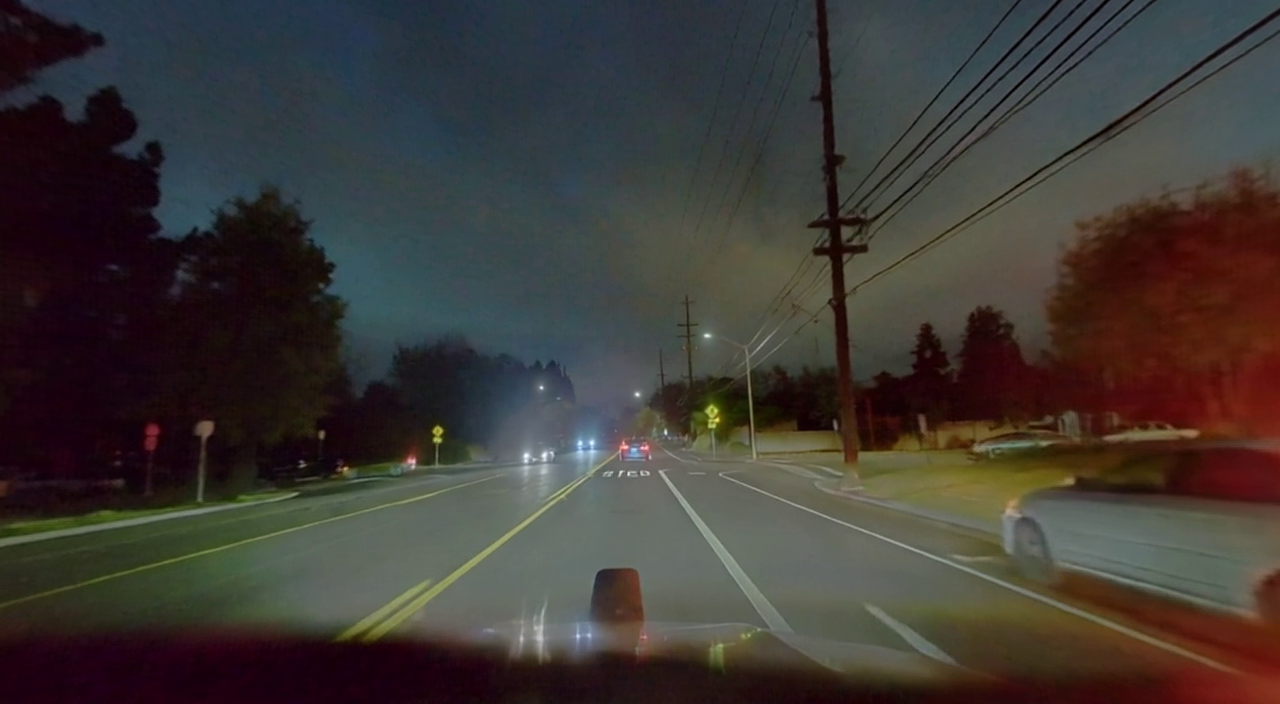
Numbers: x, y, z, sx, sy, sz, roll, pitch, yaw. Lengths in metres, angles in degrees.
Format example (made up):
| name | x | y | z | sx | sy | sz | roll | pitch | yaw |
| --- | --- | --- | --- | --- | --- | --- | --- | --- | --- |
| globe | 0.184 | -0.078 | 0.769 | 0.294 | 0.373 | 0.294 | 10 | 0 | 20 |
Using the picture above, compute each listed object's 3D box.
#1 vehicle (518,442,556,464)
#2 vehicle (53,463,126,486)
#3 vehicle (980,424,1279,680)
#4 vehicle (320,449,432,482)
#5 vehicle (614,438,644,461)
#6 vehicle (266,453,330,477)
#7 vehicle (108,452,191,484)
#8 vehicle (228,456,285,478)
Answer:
| name | x | y | z | sx | sy | sz | roll | pitch | yaw |
| --- | --- | --- | --- | --- | --- | --- | --- | --- | --- |
| vehicle | -7.457 | 7.370 | 46.166 | 2.034 | 1.464 | 4.438 | 0 | -8 | 0 |
| vehicle | -40.001 | 8.894 | 46.021 | 1.728 | 1.456 | 3.782 | -1 | -9 | 3 |
| vehicle | 4.742 | 1.305 | 4.633 | 1.987 | 1.479 | 4.562 | 0 | -9 | 1 |
| vehicle | -14.181 | 6.119 | 34.215 | 5.190 | 1.502 | 2.085 | -3 | -8 | -1 |
| vehicle | -0.711 | 6.501 | 42.272 | 1.877 | 1.448 | 3.830 | 0 | -9 | -1 |
| vehicle | -25.331 | 8.344 | 47.061 | 1.932 | 1.627 | 4.948 | 0 | -8 | 1 |
| vehicle | -36.563 | 8.623 | 47.304 | 2.162 | 2.070 | 5.031 | -3 | -7 | 1 |
| vehicle | -28.229 | 8.471 | 46.626 | 1.806 | 1.503 | 3.853 | 0 | -9 | -2 |
